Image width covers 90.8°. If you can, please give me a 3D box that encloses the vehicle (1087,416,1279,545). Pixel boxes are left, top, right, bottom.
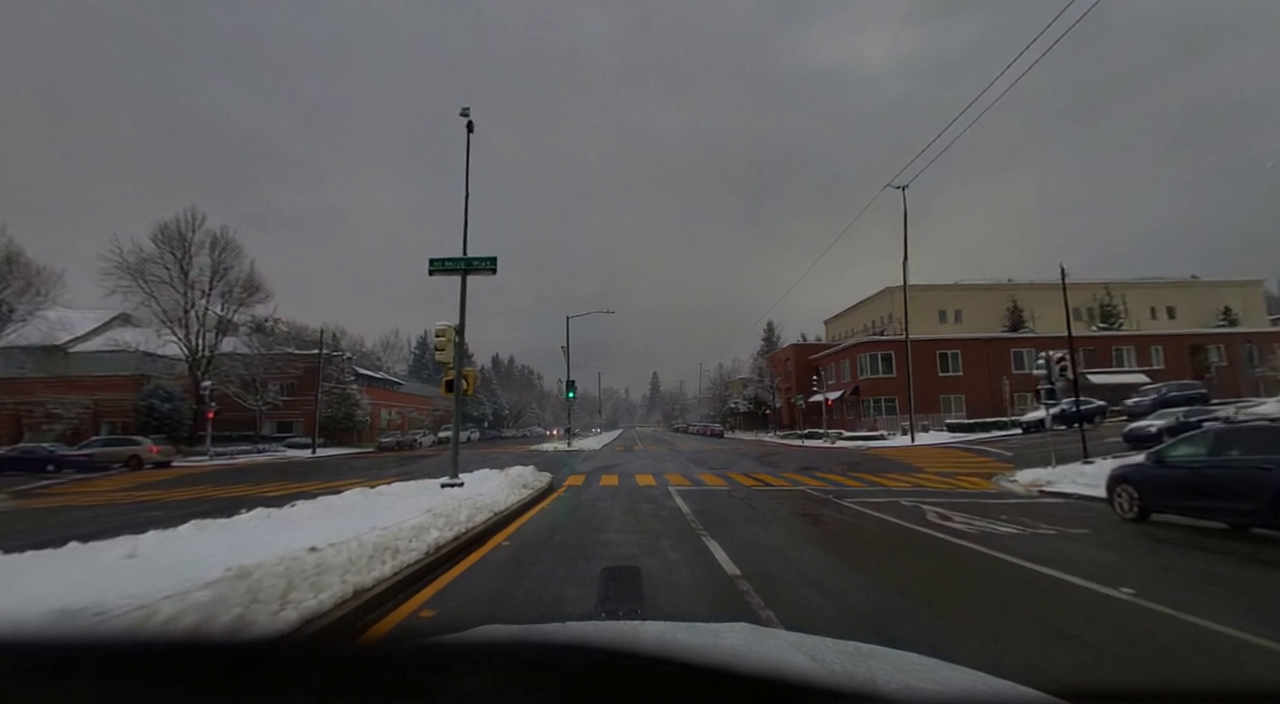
[{"bbox_3d":[9.565,1.892,9.673,1.998,1.725,4.564,0,-8,-1],"label":"vehicle"}]

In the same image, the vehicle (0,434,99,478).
[{"bbox_3d":[-31.926,5.463,32.986,5.324,2.098,2.172,-2,-9,0],"label":"vehicle"}]

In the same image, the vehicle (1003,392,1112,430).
[{"bbox_3d":[22.122,3.111,33.587,4.531,1.753,1.964,-2,-2,-5],"label":"vehicle"}]

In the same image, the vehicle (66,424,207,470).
[{"bbox_3d":[-26.045,4.914,32.825,5.229,2.299,2.366,0,-8,1],"label":"vehicle"}]
